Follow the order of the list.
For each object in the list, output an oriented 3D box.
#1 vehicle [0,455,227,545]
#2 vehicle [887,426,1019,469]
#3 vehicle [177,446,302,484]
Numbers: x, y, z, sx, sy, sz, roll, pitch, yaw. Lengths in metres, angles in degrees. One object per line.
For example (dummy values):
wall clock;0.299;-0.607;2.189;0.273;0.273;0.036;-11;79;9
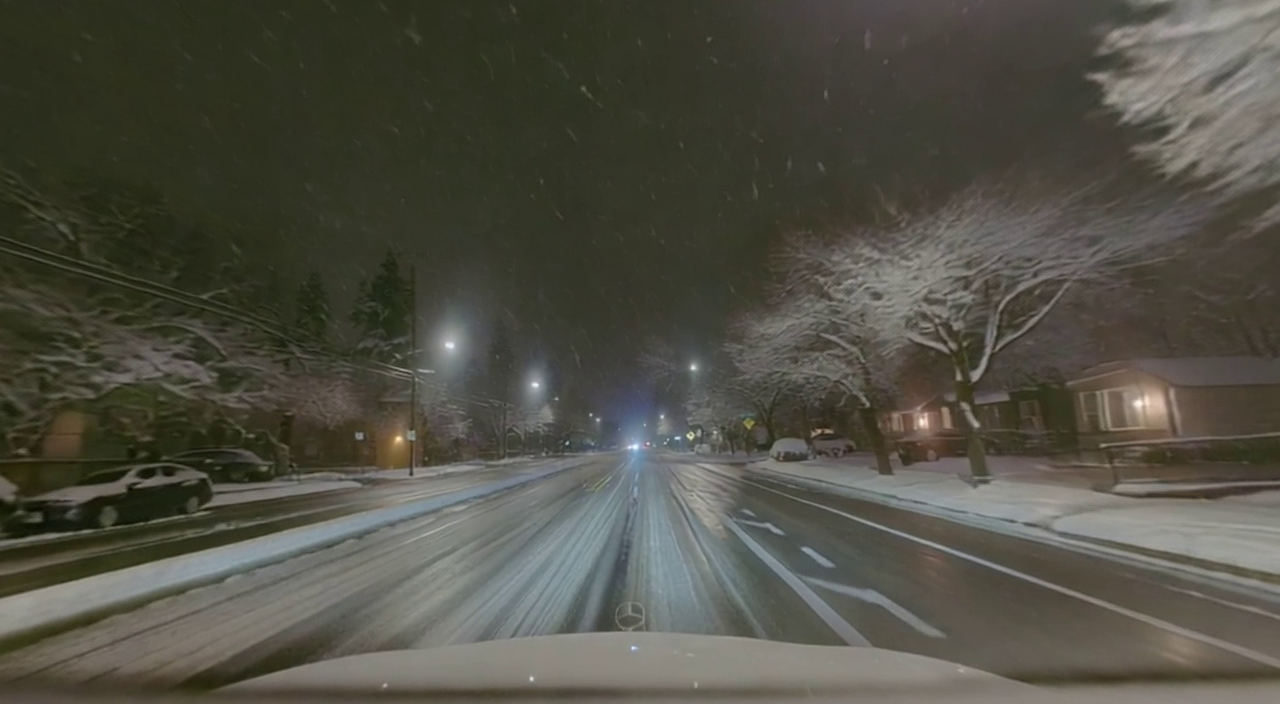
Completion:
vehicle;-11.852;3.233;14.426;1.888;1.439;4.351;-2;-6;0
vehicle;13.865;4.234;28.275;4.907;1.693;2.081;-1;-7;13
vehicle;-18.999;5.359;30.036;4.573;1.643;2.158;-2;-9;5
